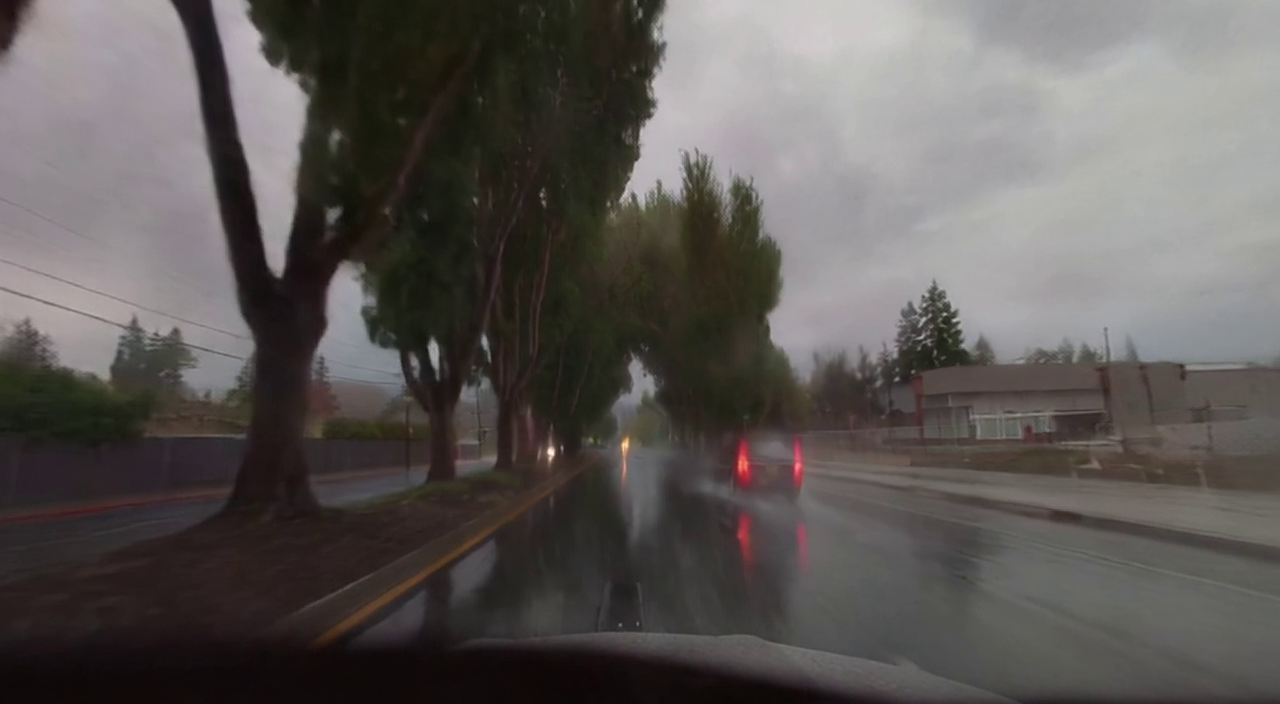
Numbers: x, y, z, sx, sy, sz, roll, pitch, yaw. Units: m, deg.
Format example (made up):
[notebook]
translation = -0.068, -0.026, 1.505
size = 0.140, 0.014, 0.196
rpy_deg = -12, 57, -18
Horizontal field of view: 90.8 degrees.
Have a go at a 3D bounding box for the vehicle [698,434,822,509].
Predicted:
[vehicle]
translation = 2.668, 2.800, 15.215
size = 1.985, 1.529, 4.316
rpy_deg = 1, -9, -2
